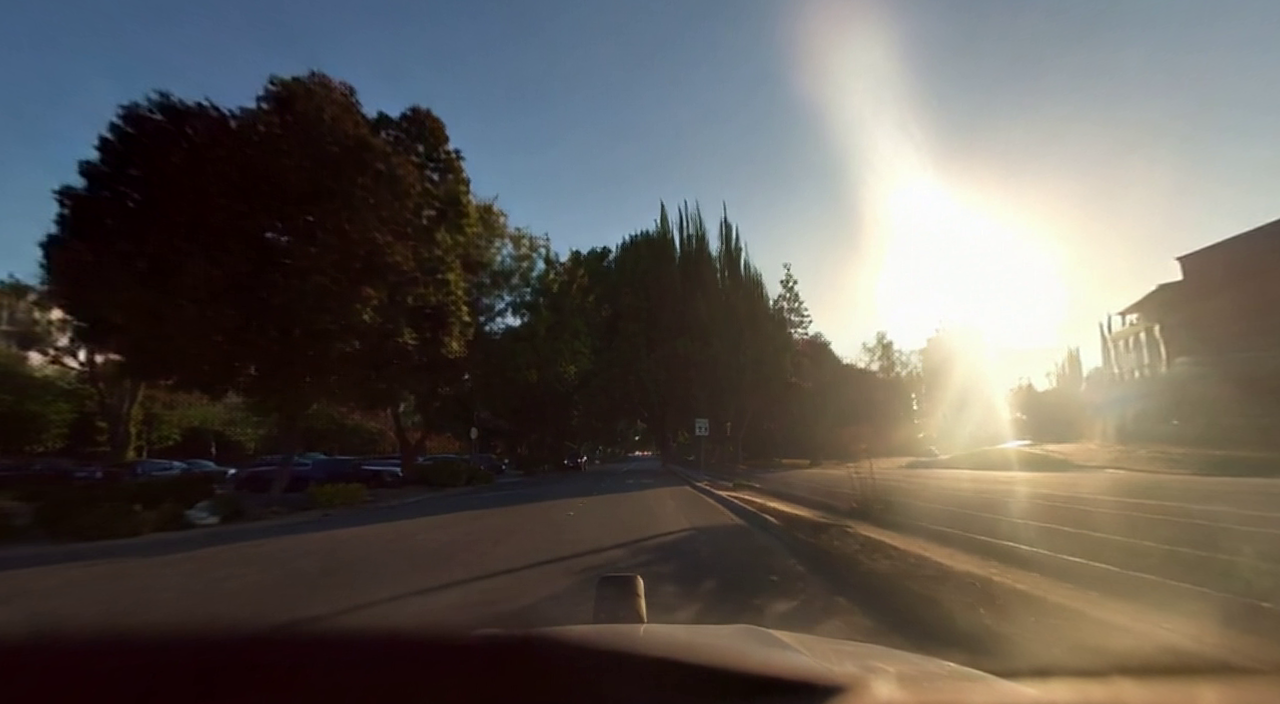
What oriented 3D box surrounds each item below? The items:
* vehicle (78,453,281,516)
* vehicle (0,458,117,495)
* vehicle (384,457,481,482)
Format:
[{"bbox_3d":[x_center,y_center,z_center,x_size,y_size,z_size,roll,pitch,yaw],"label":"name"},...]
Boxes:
[{"bbox_3d":[-13.569,3.911,18.779,4.422,1.694,2.026,0,-8,1],"label":"vehicle"},{"bbox_3d":[-26.614,5.463,27.799,5.024,1.494,2.242,0,-8,0],"label":"vehicle"},{"bbox_3d":[-12.809,7.269,39.044,5.300,1.432,1.951,1,-9,0],"label":"vehicle"}]
